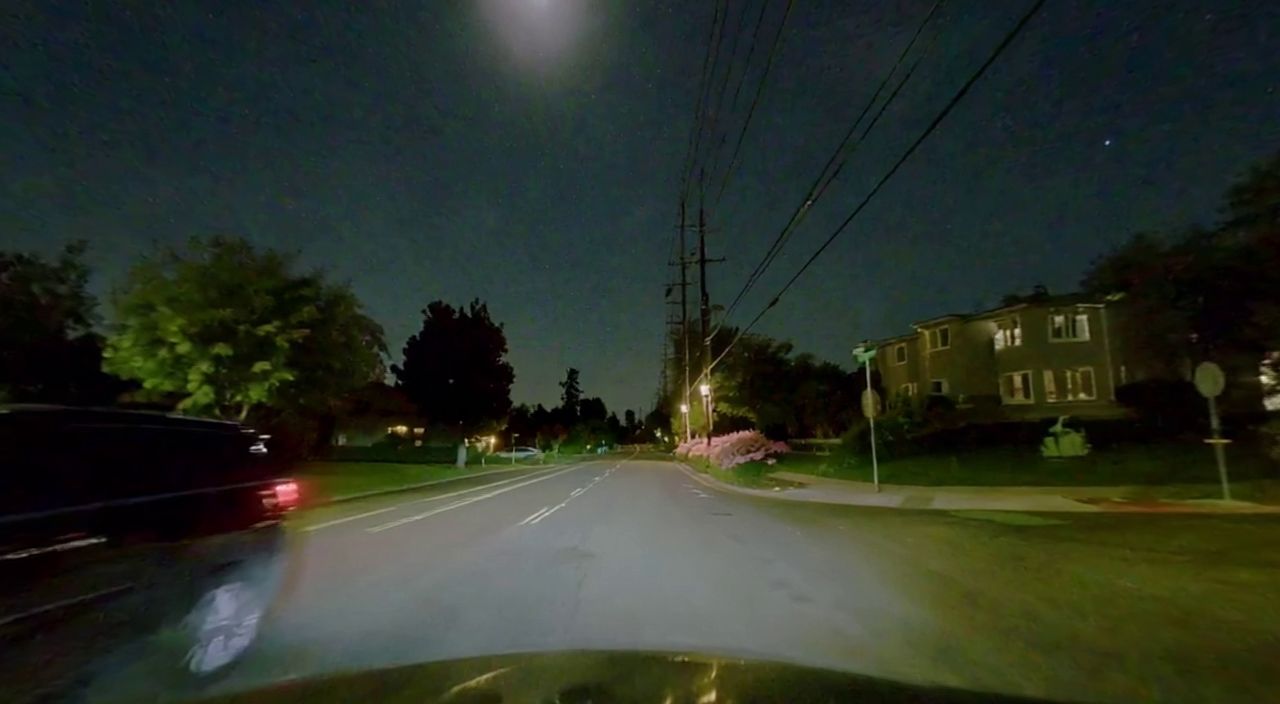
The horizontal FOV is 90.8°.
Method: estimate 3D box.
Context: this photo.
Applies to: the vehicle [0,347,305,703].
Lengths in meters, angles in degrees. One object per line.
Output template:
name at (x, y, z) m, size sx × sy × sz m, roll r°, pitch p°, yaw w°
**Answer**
vehicle at (-3.682, 0.903, 2.564) m, size 2.097 × 1.827 × 4.603 m, roll 0°, pitch -9°, yaw 0°
